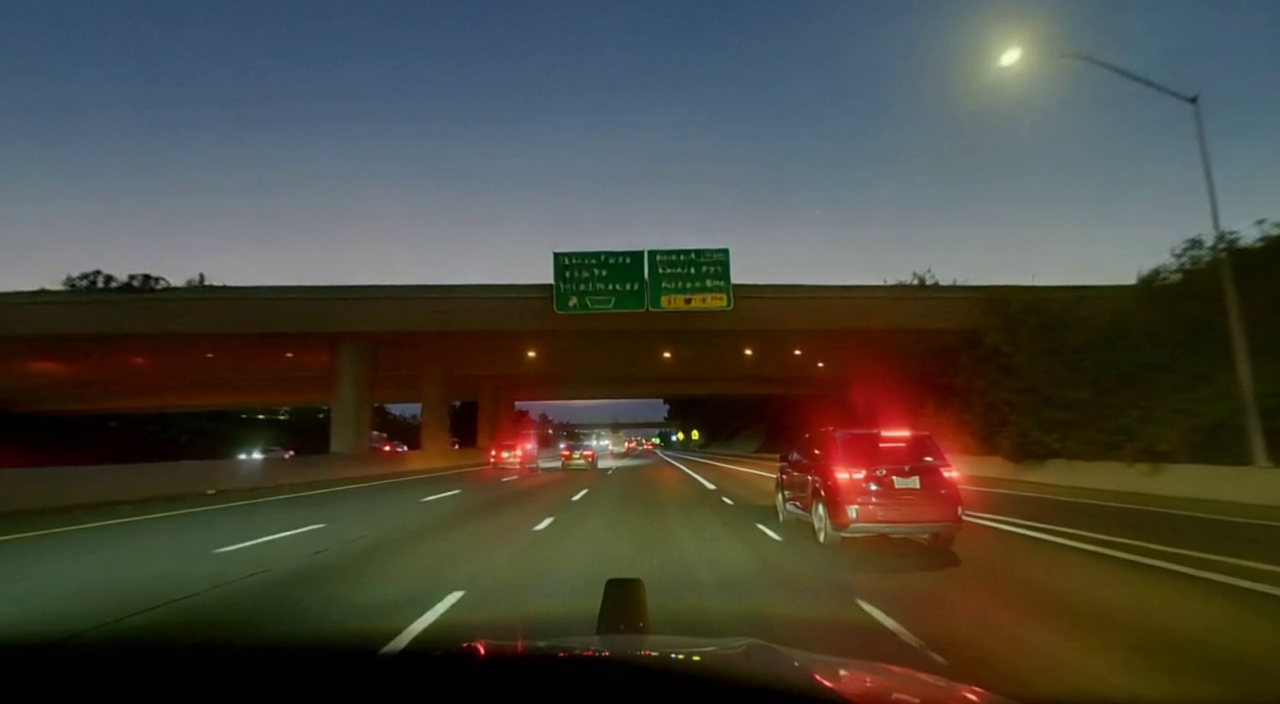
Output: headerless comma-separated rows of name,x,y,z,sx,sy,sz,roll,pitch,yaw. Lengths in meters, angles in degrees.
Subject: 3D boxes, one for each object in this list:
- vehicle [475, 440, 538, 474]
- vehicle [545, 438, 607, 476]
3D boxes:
vehicle,-6.593,5.259,31.755,2.069,1.551,4.830,0,-8,1
vehicle,-2.858,4.824,29.216,2.210,1.628,4.586,-1,-8,2
